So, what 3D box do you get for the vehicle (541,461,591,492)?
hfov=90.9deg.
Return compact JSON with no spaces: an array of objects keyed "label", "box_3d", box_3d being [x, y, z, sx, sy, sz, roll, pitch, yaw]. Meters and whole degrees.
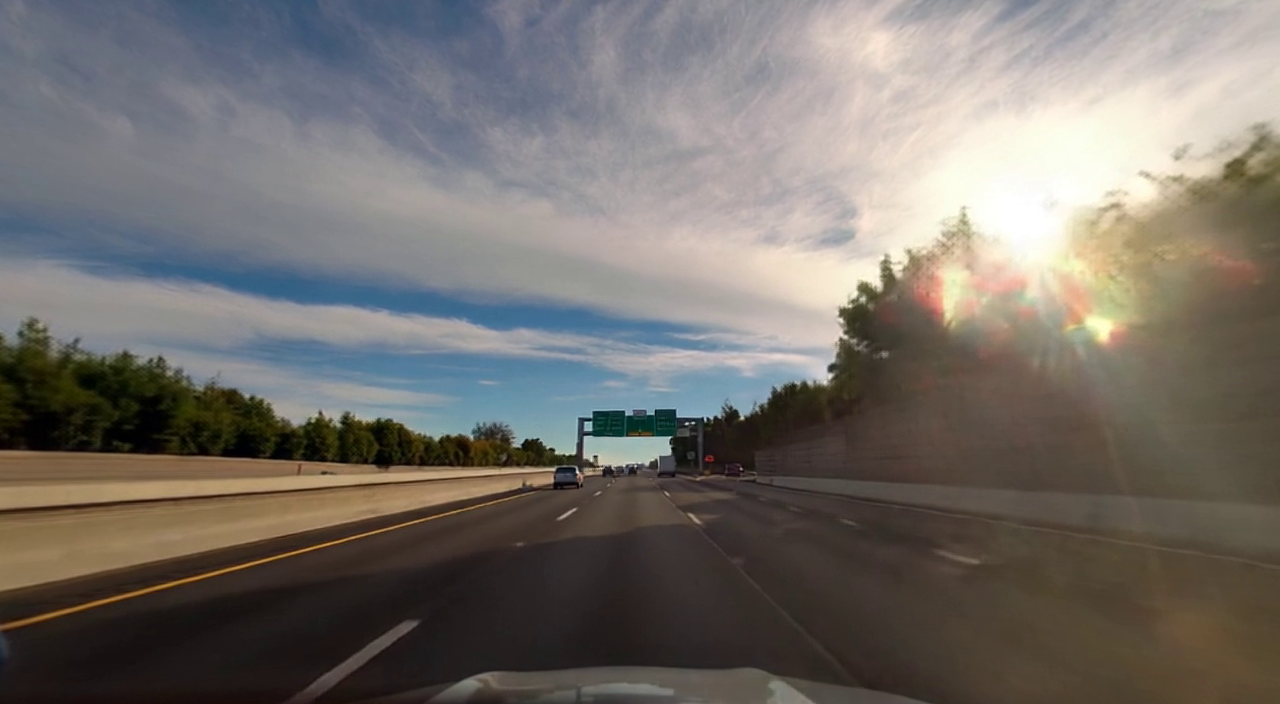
[{"label":"vehicle","box_3d":[-3.877,6.629,33.652,2.045,1.487,4.582,1,-10,1]}]
